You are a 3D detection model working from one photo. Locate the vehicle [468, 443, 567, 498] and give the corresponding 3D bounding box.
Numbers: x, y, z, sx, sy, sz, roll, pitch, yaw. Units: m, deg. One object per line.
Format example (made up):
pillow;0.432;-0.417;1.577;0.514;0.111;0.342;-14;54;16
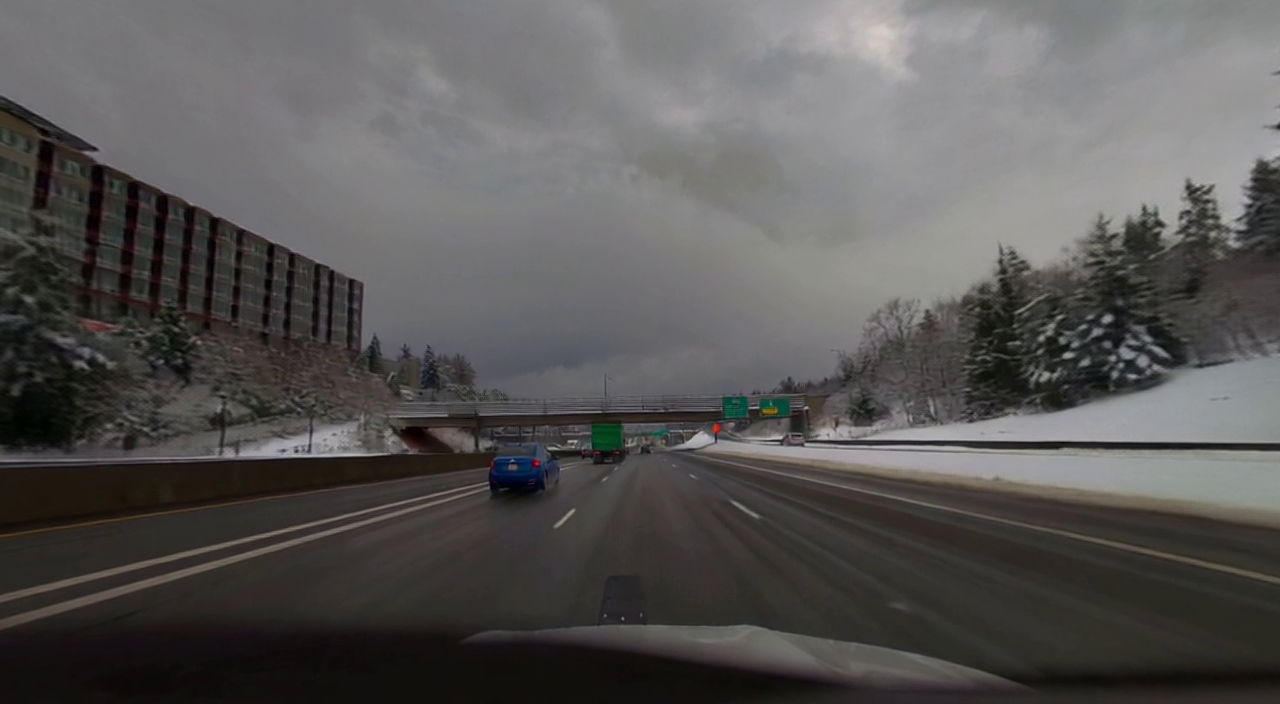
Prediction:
vehicle;-3.586;3.579;19.364;2.039;1.478;4.483;0;-9;1
